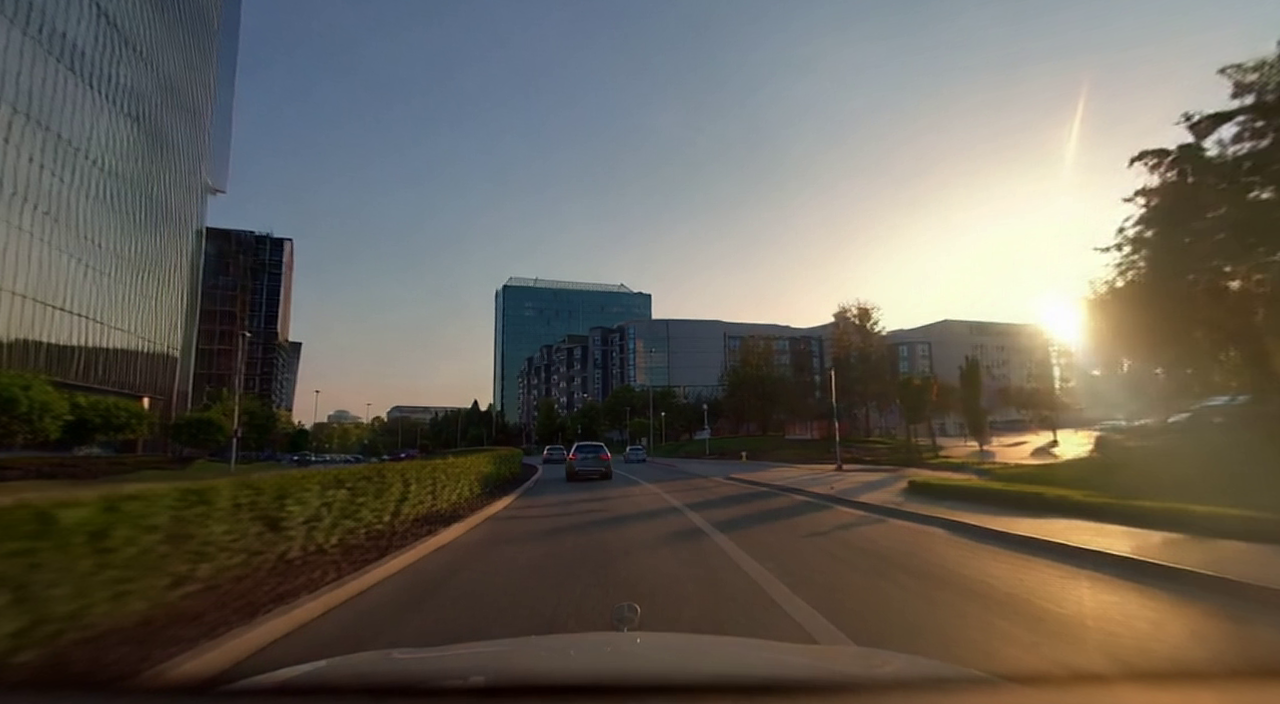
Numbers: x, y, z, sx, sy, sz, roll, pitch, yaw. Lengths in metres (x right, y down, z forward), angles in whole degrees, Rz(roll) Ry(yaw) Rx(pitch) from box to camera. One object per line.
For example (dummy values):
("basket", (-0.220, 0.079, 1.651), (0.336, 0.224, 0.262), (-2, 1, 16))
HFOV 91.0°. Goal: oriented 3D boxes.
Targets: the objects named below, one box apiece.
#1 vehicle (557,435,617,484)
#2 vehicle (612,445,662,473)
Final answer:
("vehicle", (-2.200, 4.292, 25.329), (2.173, 1.761, 4.374), (1, -9, -7))
("vehicle", (-0.258, 6.123, 36.157), (2.116, 1.506, 4.355), (2, -9, -10))
